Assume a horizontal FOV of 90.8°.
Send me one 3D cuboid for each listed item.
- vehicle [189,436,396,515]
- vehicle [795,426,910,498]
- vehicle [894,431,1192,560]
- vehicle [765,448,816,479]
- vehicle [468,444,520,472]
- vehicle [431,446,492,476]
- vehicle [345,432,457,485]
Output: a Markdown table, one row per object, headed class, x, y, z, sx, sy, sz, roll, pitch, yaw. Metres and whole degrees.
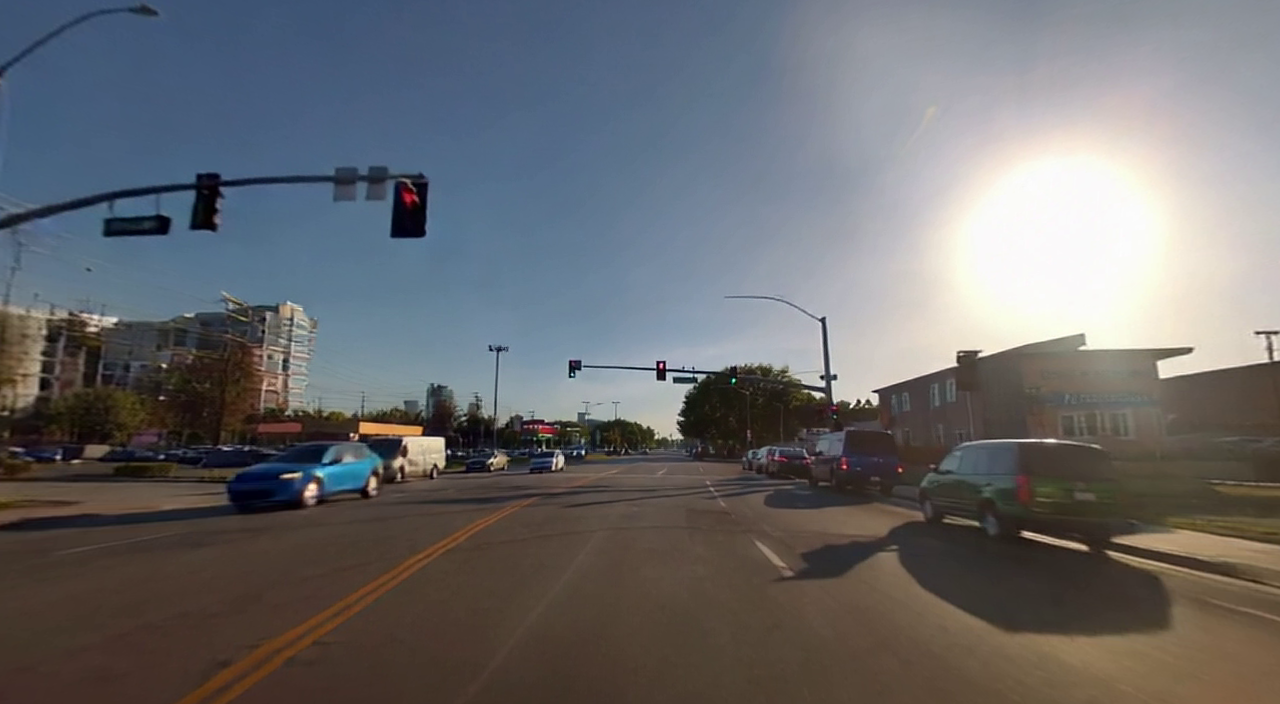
| class | x | y | z | sx | sy | sz | roll | pitch | yaw |
| --- | --- | --- | --- | --- | --- | --- | --- | --- | --- |
| vehicle | -8.206 | 2.937 | 15.611 | 2.007 | 1.606 | 4.764 | -1 | -9 | 7 |
| vehicle | 7.074 | 3.743 | 21.903 | 2.181 | 2.103 | 6.044 | 0 | -9 | 3 |
| vehicle | 6.493 | 2.333 | 11.153 | 1.995 | 1.720 | 5.067 | 0 | -9 | 1 |
| vehicle | 7.553 | 5.615 | 32.079 | 1.738 | 1.436 | 4.232 | 0 | -9 | 2 |
| vehicle | -9.305 | 6.776 | 40.540 | 1.954 | 1.652 | 4.440 | 0 | -9 | 4 |
| vehicle | -9.639 | 5.892 | 34.440 | 1.785 | 1.478 | 4.329 | 0 | -9 | 4 |
| vehicle | -10.105 | 4.568 | 27.369 | 2.214 | 1.994 | 5.721 | 0 | -9 | 4 |
